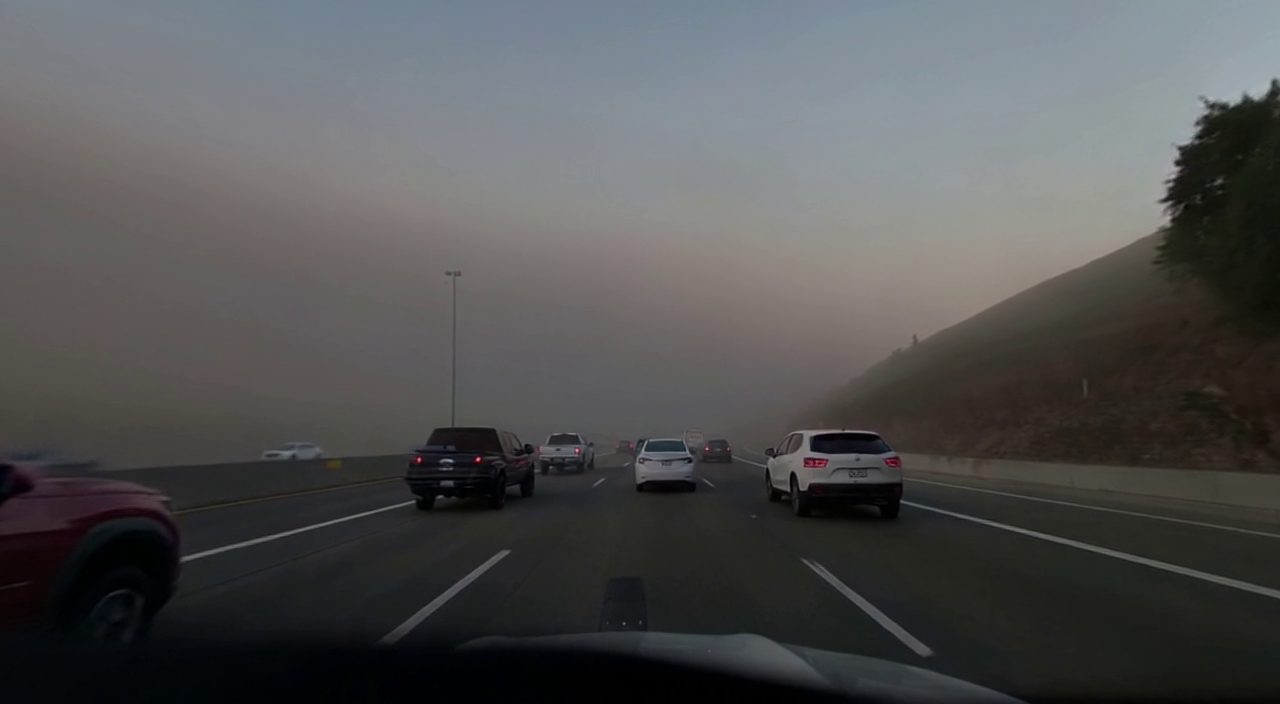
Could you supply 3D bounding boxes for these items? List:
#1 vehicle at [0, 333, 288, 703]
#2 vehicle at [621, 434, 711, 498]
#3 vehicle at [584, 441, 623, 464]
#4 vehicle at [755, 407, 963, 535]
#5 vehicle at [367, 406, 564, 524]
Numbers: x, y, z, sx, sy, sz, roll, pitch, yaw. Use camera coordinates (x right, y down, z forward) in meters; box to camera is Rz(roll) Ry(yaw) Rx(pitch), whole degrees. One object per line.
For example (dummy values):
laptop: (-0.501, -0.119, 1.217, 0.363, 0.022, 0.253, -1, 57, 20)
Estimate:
vehicle: (-3.573, 0.747, 2.094, 2.179, 1.723, 4.410, 0, -8, 1)
vehicle: (0.649, 2.973, 16.906, 2.105, 1.471, 4.349, 0, -8, 1)
vehicle: (-2.227, 6.242, 39.282, 1.973, 1.378, 3.677, -1, -8, 4)
vehicle: (3.459, 1.988, 11.094, 2.046, 1.765, 4.534, 0, -8, 0)
vehicle: (-3.176, 2.221, 13.003, 2.301, 1.902, 5.374, 0, -8, 3)
